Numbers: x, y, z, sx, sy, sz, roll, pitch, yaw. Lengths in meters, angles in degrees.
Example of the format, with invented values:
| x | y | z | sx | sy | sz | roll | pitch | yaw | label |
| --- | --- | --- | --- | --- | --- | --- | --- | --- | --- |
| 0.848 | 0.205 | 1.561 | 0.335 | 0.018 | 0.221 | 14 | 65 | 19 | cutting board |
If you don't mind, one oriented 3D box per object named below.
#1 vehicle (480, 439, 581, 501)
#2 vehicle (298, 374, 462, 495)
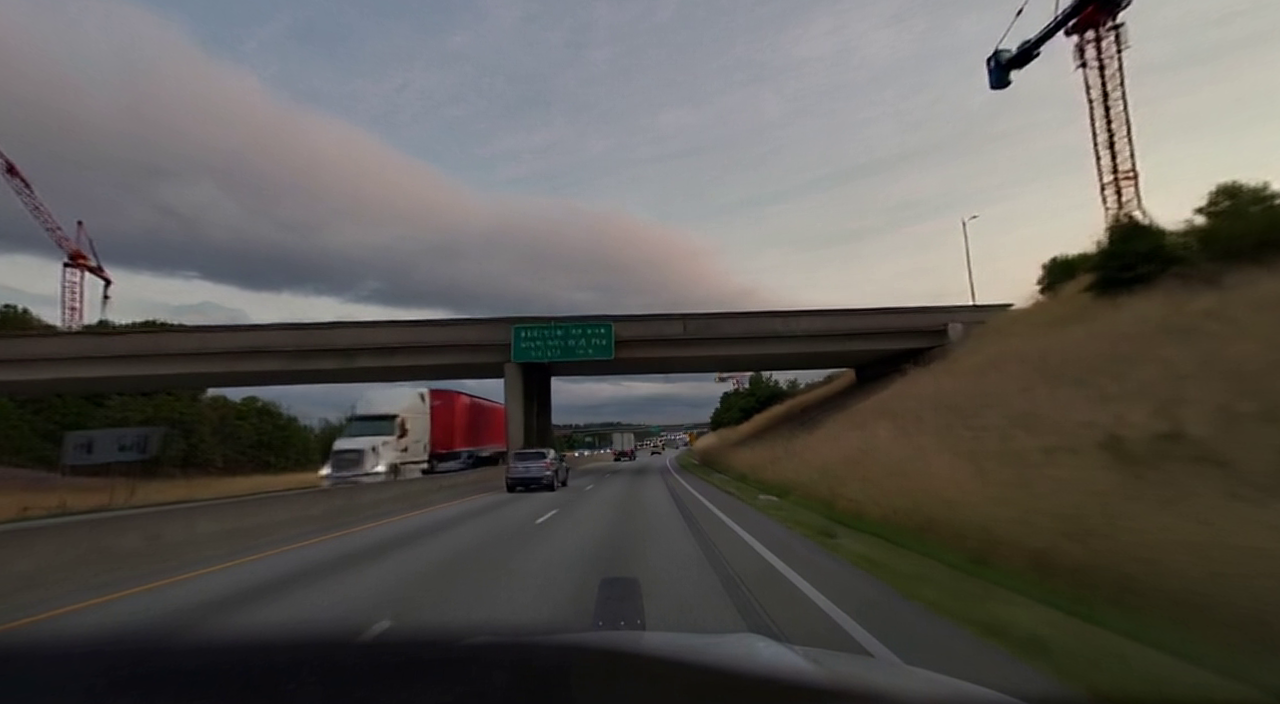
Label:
| x | y | z | sx | sy | sz | roll | pitch | yaw | label |
| --- | --- | --- | --- | --- | --- | --- | --- | --- | --- |
| -3.144 | 3.510 | 19.027 | 2.194 | 1.648 | 3.984 | 0 | -9 | 2 | vehicle |
| -9.411 | 3.159 | 23.742 | 3.436 | 3.972 | 5.728 | -1 | -9 | 2 | vehicle |
